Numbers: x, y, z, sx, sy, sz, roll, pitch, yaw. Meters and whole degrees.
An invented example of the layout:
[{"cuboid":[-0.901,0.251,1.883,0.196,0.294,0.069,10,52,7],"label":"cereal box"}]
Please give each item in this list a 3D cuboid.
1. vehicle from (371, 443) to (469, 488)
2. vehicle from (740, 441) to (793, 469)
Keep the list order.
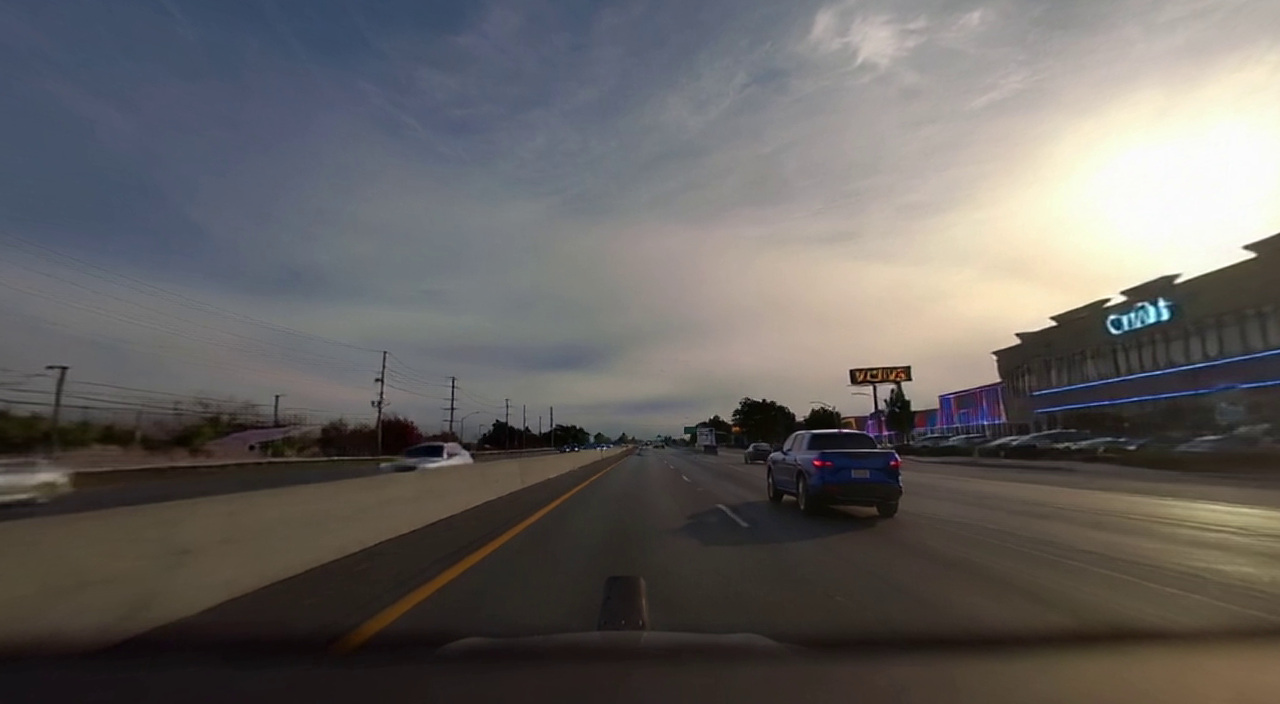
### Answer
[{"cuboid":[-8.044,4.158,23.454,1.880,1.477,4.477,0,-8,2],"label":"vehicle"},{"cuboid":[7.510,6.167,37.788,2.079,1.518,5.032,0,-8,-1],"label":"vehicle"}]
